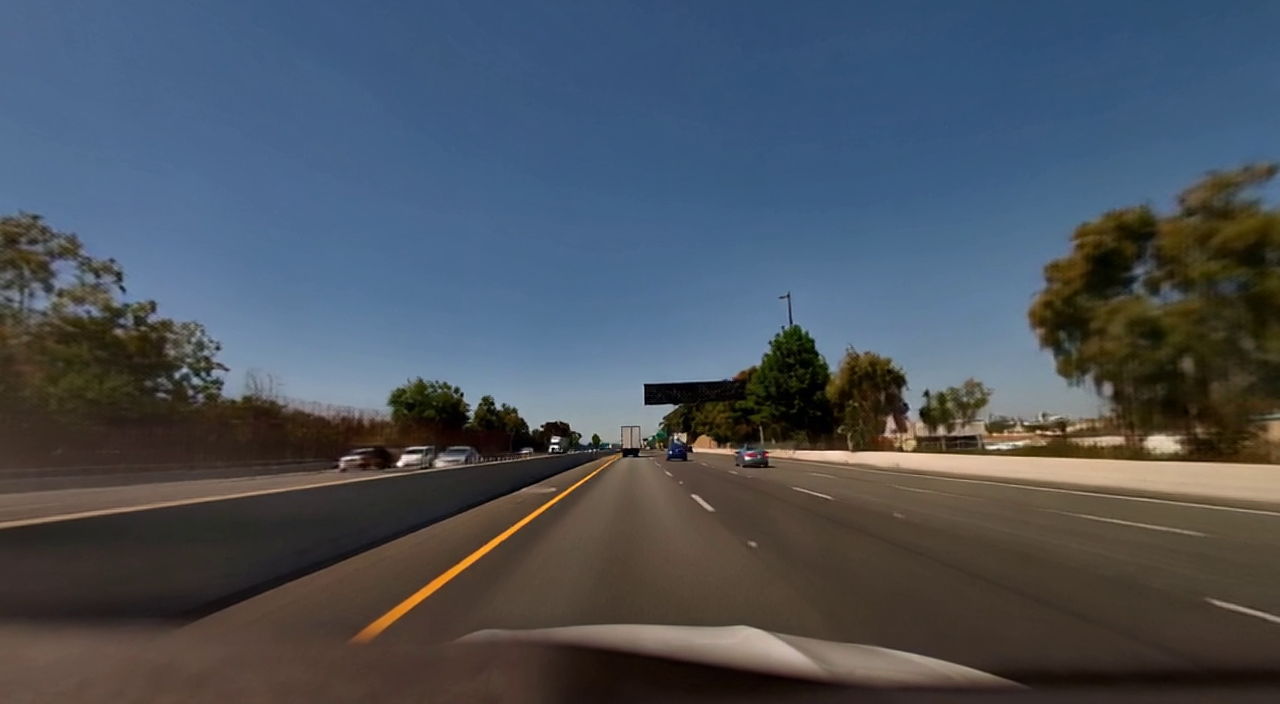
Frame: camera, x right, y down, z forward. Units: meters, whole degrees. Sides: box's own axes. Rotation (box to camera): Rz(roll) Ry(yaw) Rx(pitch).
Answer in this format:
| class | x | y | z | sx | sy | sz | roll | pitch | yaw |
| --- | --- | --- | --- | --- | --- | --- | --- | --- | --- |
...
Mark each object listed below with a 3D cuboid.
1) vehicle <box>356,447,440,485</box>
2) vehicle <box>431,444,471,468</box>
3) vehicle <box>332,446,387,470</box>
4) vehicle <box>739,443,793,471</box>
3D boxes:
| class | x | y | z | sx | sy | sz | roll | pitch | yaw |
| --- | --- | --- | --- | --- | --- | --- | --- | --- | --- |
| vehicle | -11.045 | 5.204 | 29.255 | 2.125 | 1.503 | 4.530 | 1 | -8 | -1 |
| vehicle | -14.189 | 7.831 | 47.681 | 1.788 | 1.655 | 4.254 | 0 | -8 | -1 |
| vehicle | -22.085 | 8.318 | 49.899 | 2.035 | 1.779 | 4.906 | 0 | -9 | 0 |
| vehicle | 6.868 | 5.770 | 34.884 | 2.009 | 1.456 | 4.097 | 0 | -9 | -2 |
